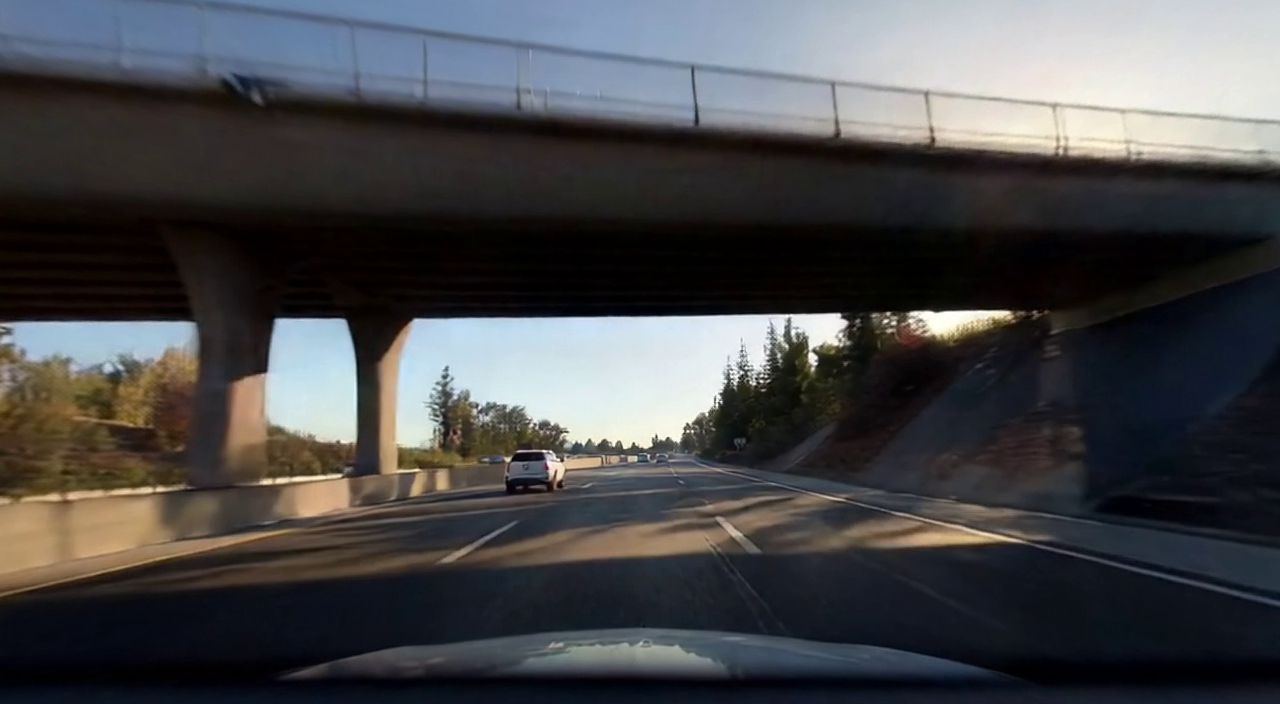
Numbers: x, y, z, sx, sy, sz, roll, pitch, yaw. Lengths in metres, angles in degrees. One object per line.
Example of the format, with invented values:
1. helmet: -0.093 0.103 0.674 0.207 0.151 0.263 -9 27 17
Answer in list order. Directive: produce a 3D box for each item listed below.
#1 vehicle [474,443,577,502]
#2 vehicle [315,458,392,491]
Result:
1. vehicle: -3.473 3.777 20.168 2.274 1.628 4.807 -1 -9 2
2. vehicle: -15.674 6.683 34.735 1.994 1.614 4.446 -1 -9 2
